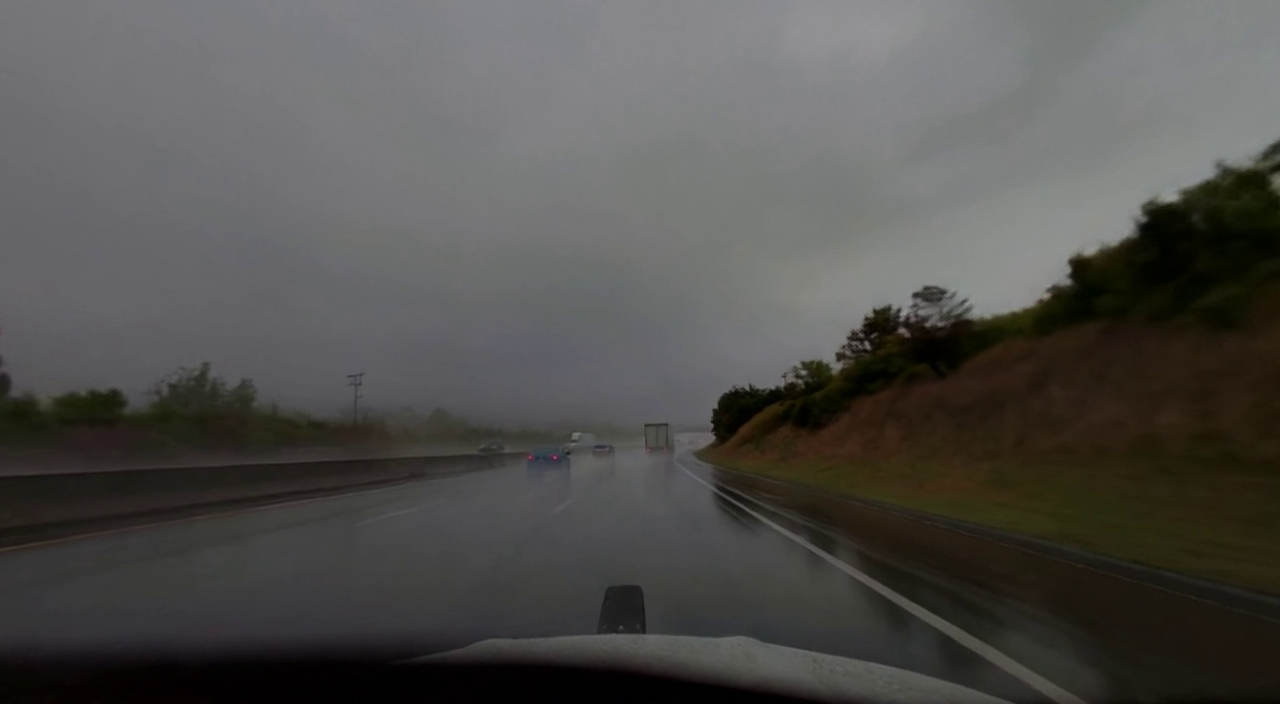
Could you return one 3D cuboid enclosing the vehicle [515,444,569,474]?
[{"bbox_3d":[-5.031,5.556,32.979,2.078,1.469,4.371,0,-9,0],"label":"vehicle"}]
